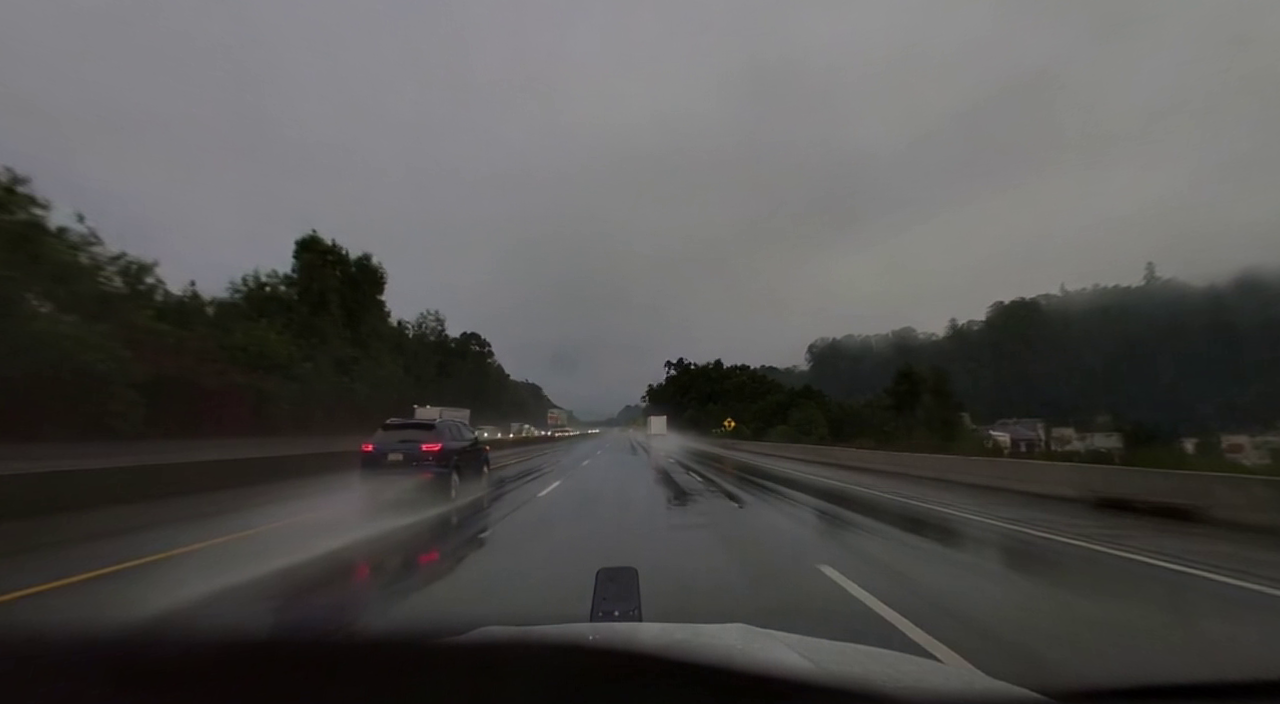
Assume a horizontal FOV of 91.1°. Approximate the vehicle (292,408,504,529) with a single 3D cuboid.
[{"bbox_3d":[-3.694,1.839,10.512,2.000,1.620,3.929,0,-8,-1],"label":"vehicle"}]
